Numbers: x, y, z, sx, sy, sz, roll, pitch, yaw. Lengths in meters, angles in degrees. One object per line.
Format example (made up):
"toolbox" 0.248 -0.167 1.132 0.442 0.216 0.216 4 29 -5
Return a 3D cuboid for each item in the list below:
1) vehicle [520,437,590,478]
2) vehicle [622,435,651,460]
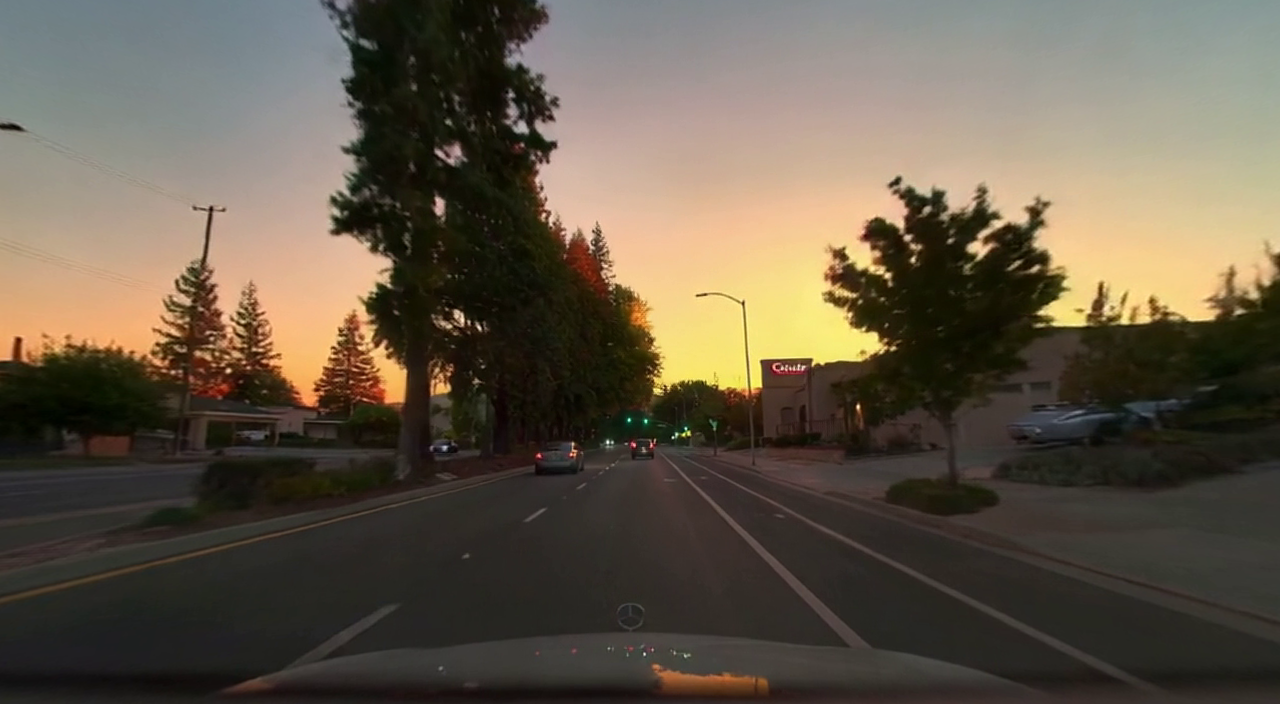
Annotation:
"vehicle" -3.249 4.153 25.041 2.015 1.470 4.458 0 -8 2
"vehicle" -0.249 7.338 48.408 2.153 1.764 4.047 0 -8 0
